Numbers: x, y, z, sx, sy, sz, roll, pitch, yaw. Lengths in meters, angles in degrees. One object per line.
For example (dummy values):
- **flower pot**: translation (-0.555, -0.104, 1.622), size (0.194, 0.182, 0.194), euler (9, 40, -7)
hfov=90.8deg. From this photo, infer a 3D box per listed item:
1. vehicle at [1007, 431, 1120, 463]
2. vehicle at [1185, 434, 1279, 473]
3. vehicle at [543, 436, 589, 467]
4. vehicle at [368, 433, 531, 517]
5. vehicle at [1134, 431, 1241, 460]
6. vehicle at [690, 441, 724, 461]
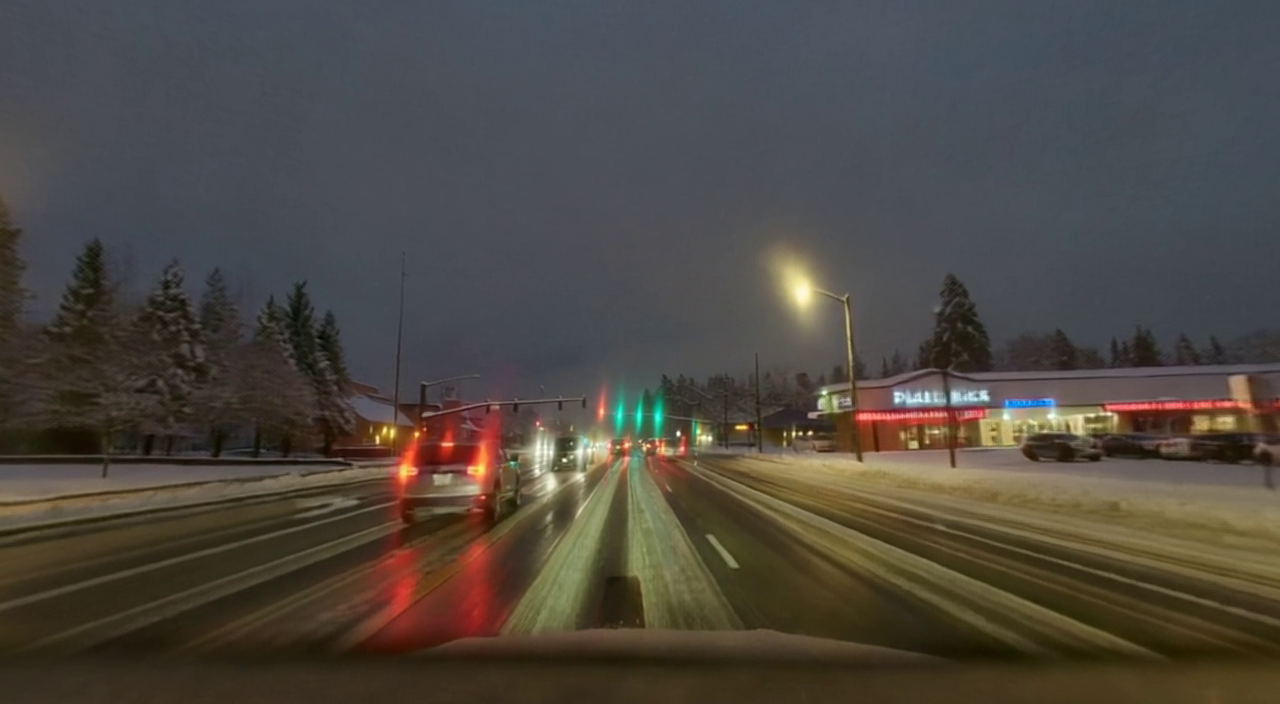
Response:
- **vehicle**: translation (23.421, 5.281, 35.187), size (4.824, 1.693, 1.984), euler (-3, -9, 21)
- **vehicle**: translation (25.208, 4.027, 25.182), size (4.799, 1.497, 1.952), euler (-4, -9, 22)
- **vehicle**: translation (-4.163, 5.675, 36.293), size (2.143, 1.643, 4.336), euler (0, -8, 0)
- **vehicle**: translation (-3.848, 2.560, 13.773), size (2.097, 1.497, 4.571), euler (0, -8, 1)
- **vehicle**: translation (30.473, 5.233, 35.313), size (3.985, 1.490, 2.047), euler (-4, -9, 25)
- **vehicle**: translation (5.070, 7.565, 48.474), size (2.017, 1.453, 4.497), euler (0, -8, -2)
